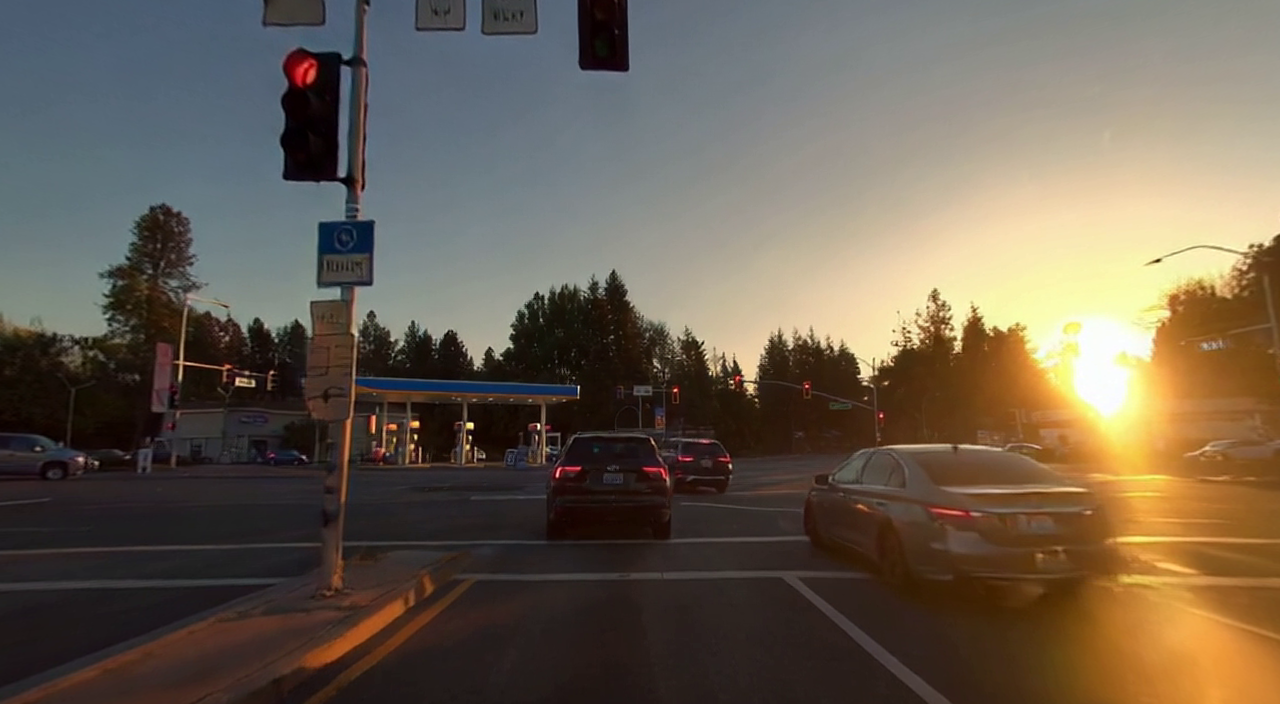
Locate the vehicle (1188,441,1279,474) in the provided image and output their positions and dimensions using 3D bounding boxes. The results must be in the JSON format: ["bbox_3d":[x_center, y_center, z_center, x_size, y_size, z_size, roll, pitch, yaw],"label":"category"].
[{"bbox_3d":[29.657,5.059,30.423,4.505,1.519,1.996,-1,-9,5],"label":"vehicle"}]

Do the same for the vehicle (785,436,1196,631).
[{"bbox_3d":[3.218,1.735,7.181,1.965,1.460,4.581,0,-9,-1],"label":"vehicle"}]

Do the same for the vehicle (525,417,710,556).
[{"bbox_3d":[-0.443,2.055,10.402,2.351,1.733,4.616,0,-9,-4],"label":"vehicle"}]

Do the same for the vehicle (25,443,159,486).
[{"bbox_3d":[-26.573,5.447,30.764,4.658,1.911,2.162,-2,-9,5],"label":"vehicle"}]
